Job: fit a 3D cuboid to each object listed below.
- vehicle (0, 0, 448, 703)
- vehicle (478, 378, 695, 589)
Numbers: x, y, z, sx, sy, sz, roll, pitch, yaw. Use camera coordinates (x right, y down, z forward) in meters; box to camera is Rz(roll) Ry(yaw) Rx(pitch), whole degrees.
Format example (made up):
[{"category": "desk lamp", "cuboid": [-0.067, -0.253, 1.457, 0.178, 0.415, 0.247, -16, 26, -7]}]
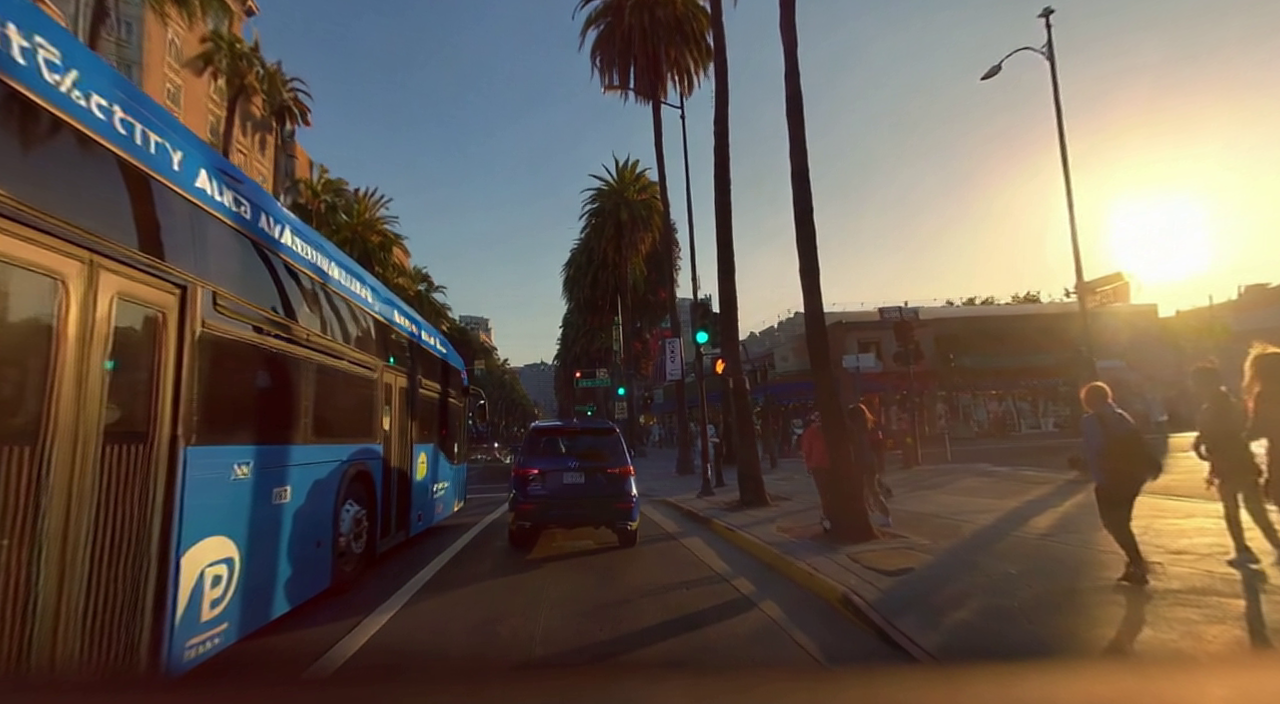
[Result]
[{"category": "vehicle", "cuboid": [-3.825, 0.158, 3.241, 2.863, 3.233, 11.573, 1, -8, -4]}, {"category": "vehicle", "cuboid": [-0.804, 1.512, 8.023, 2.002, 1.907, 4.211, 1, -9, -9]}]
